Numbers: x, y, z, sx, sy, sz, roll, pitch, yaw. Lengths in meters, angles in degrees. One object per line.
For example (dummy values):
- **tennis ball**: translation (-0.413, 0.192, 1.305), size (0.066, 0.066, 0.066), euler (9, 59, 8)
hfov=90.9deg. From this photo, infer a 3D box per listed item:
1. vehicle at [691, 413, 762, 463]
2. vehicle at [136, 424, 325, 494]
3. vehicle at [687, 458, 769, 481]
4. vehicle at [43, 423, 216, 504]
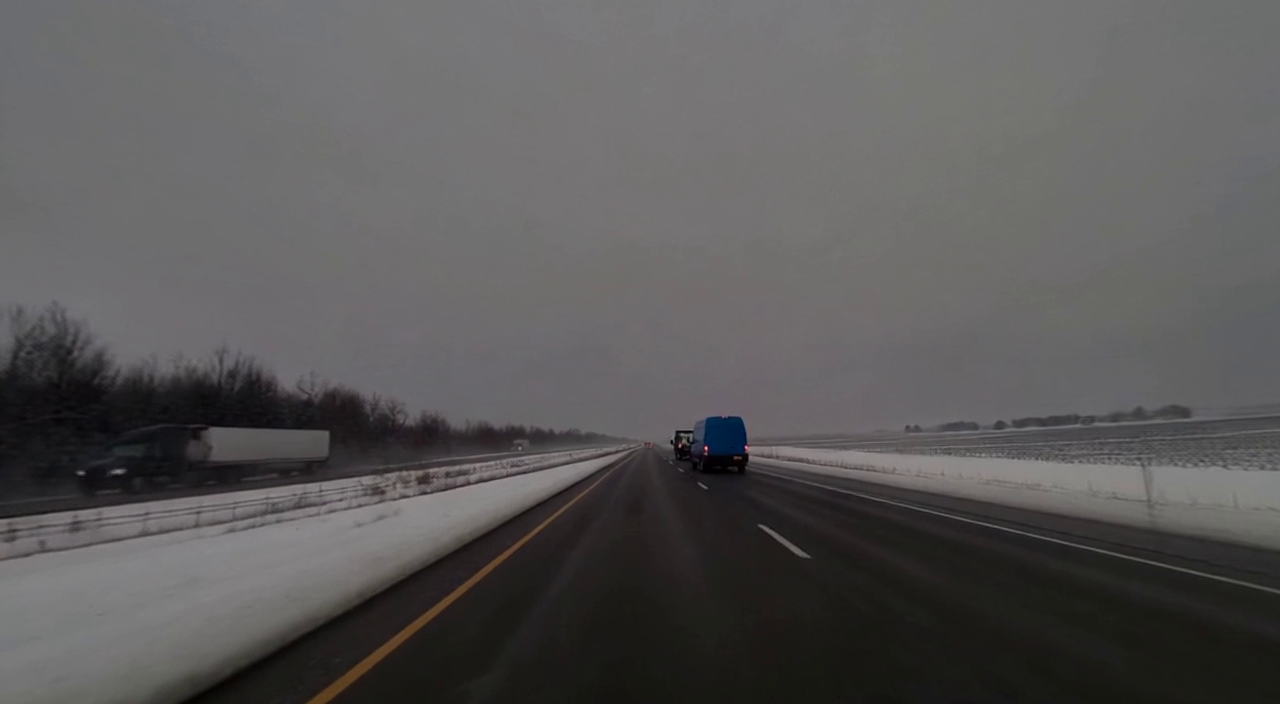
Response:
- **vehicle**: translation (3.837, 4.060, 29.263), size (2.444, 2.053, 5.616), euler (-1, -9, 0)
- **vehicle**: translation (-28.527, 7.597, 45.847), size (2.897, 4.119, 16.263), euler (0, -8, 0)
- **vehicle**: translation (3.863, 5.390, 29.222), size (2.702, 0.824, 6.391), euler (0, -8, -2)
- **vehicle**: translation (-28.452, 6.206, 35.851), size (3.012, 4.006, 7.964), euler (0, -8, 0)
